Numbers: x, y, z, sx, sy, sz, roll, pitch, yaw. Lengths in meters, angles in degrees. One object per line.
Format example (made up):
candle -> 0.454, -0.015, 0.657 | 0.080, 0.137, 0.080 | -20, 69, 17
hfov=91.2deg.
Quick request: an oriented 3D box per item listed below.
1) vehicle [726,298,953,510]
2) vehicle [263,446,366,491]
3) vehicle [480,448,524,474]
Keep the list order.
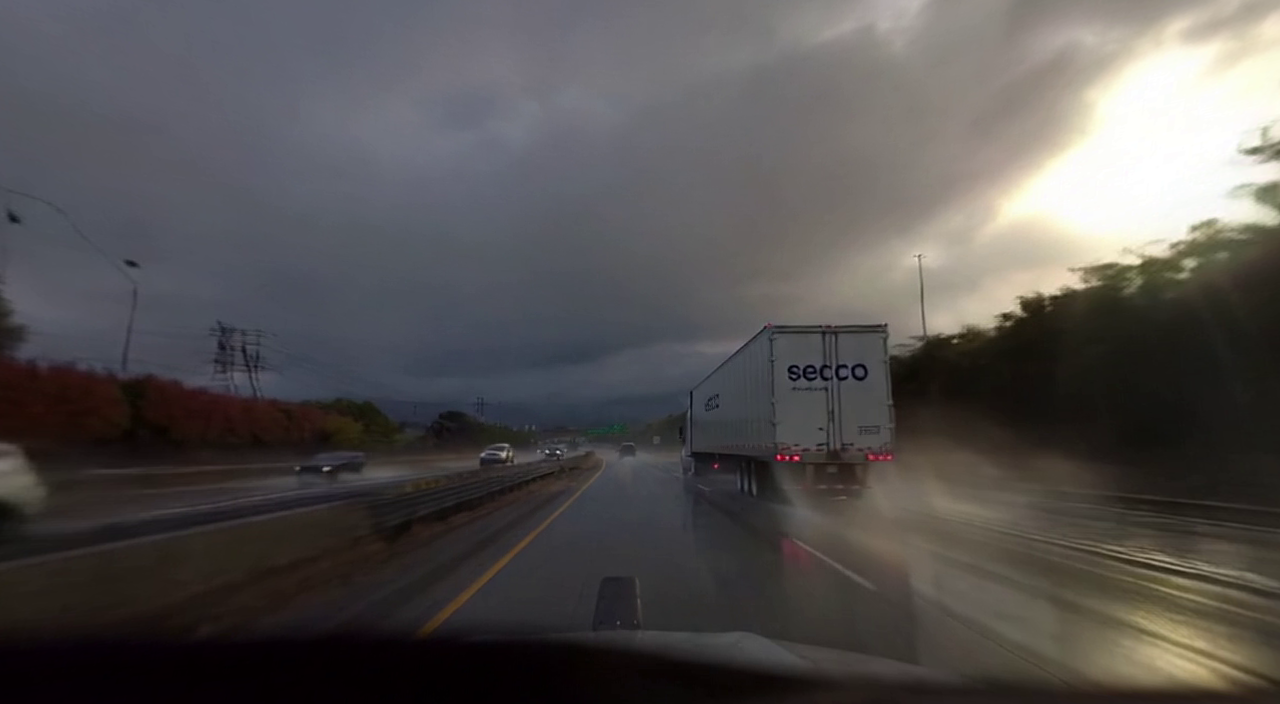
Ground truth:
vehicle -> 4.229, 1.545, 15.816 | 2.892, 3.928, 8.380 | -1, -9, 0
vehicle -> -13.806, 4.922, 26.950 | 2.038, 1.718, 4.474 | 0, -9, -1
vehicle -> -9.137, 7.219, 41.737 | 1.978, 1.570, 4.487 | 0, -9, -1
